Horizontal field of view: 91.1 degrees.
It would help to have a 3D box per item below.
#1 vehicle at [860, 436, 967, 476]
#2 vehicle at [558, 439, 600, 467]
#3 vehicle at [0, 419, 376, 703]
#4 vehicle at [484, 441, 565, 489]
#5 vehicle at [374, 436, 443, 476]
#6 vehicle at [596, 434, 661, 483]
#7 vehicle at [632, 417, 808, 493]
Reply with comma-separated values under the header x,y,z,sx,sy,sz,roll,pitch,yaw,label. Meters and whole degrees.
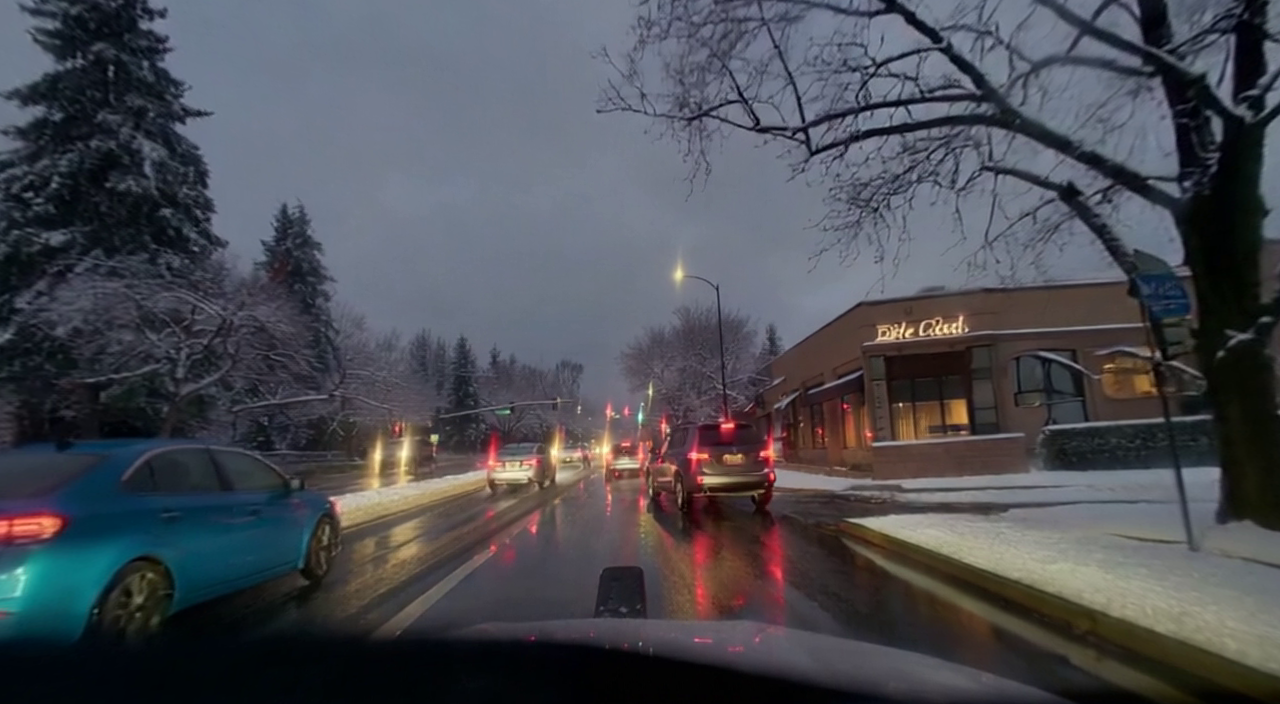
x,y,z,sx,sy,sz,roll,pitch,yaw,label
12.310,4.714,28.420,3.871,1.525,1.835,-3,-10,0,vehicle
-3.684,6.183,38.561,2.053,1.652,3.873,0,-9,2,vehicle
-4.044,1.353,4.919,2.026,1.466,4.282,0,-9,1,vehicle
-3.882,3.876,21.863,2.042,1.470,4.123,0,-9,0,vehicle
-16.748,7.563,45.813,2.537,2.696,6.281,0,-9,1,vehicle
-0.332,3.949,23.453,2.206,1.666,3.912,0,-9,2,vehicle
2.281,2.991,18.363,4.642,1.955,2.052,-5,-10,30,vehicle
